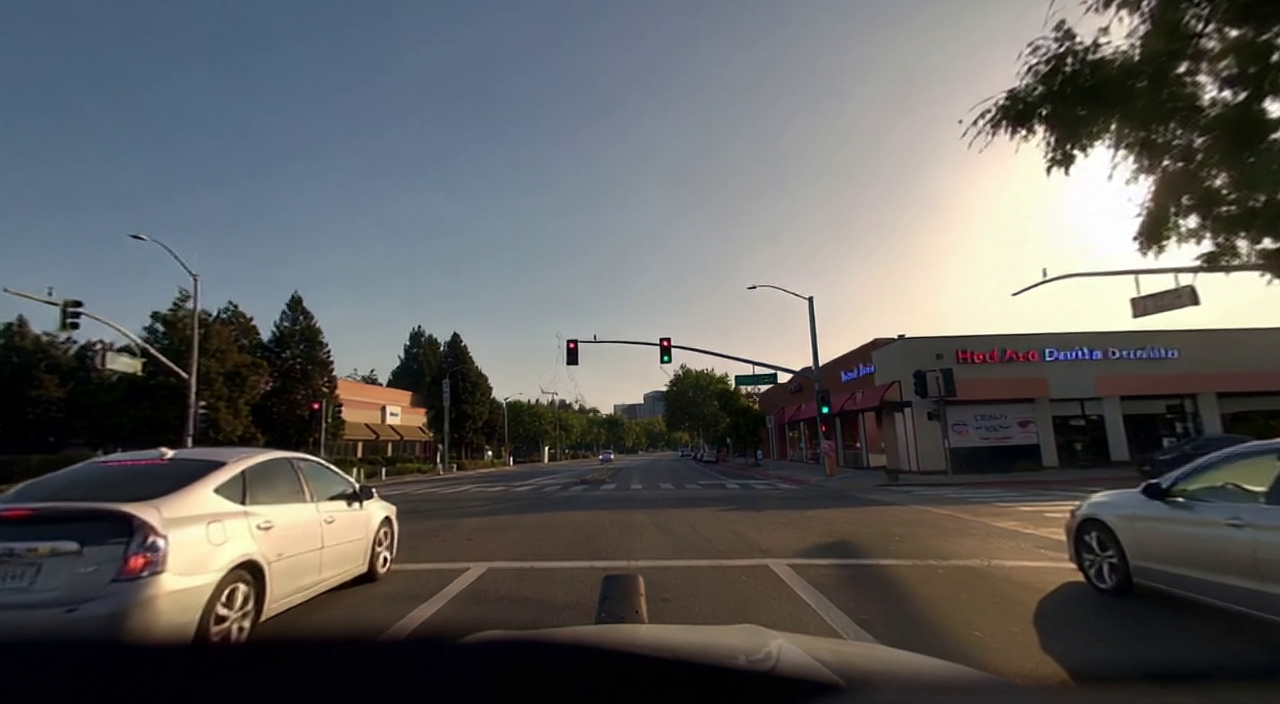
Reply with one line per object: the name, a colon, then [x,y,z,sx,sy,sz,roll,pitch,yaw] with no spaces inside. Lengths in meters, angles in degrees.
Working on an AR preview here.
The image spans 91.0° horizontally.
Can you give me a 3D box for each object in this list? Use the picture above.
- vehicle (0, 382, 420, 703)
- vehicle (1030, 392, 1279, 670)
vehicle: [-3.475,1.259,4.842,1.947,1.627,4.248,0,-9,1]
vehicle: [4.873,1.095,3.897,2.039,1.655,4.495,0,-9,1]
